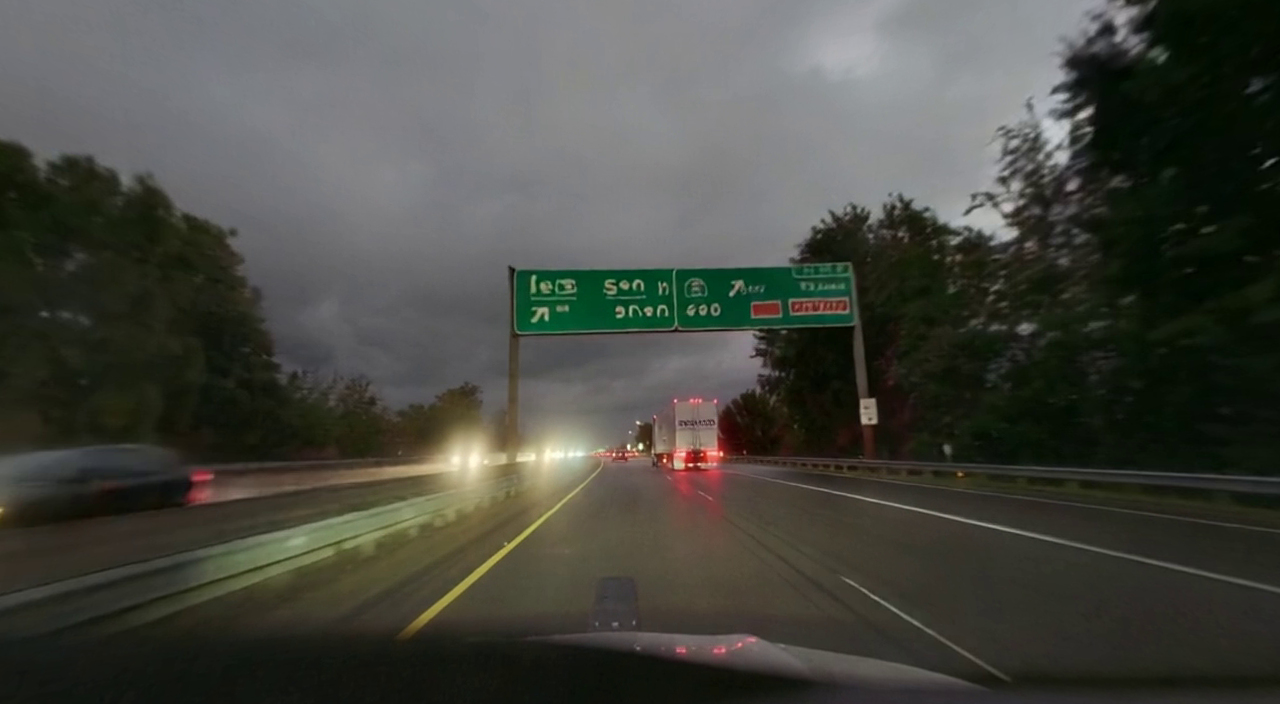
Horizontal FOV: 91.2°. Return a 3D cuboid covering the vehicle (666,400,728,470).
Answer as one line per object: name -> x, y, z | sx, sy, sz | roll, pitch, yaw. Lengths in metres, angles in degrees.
vehicle -> 3.402, 5.308, 39.677 | 2.892, 3.928, 8.380 | 0, -9, -2

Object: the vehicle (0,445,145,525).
vehicle -> -13.444, 2.850, 13.858 | 1.813, 1.545, 3.874 | 0, -9, -1
